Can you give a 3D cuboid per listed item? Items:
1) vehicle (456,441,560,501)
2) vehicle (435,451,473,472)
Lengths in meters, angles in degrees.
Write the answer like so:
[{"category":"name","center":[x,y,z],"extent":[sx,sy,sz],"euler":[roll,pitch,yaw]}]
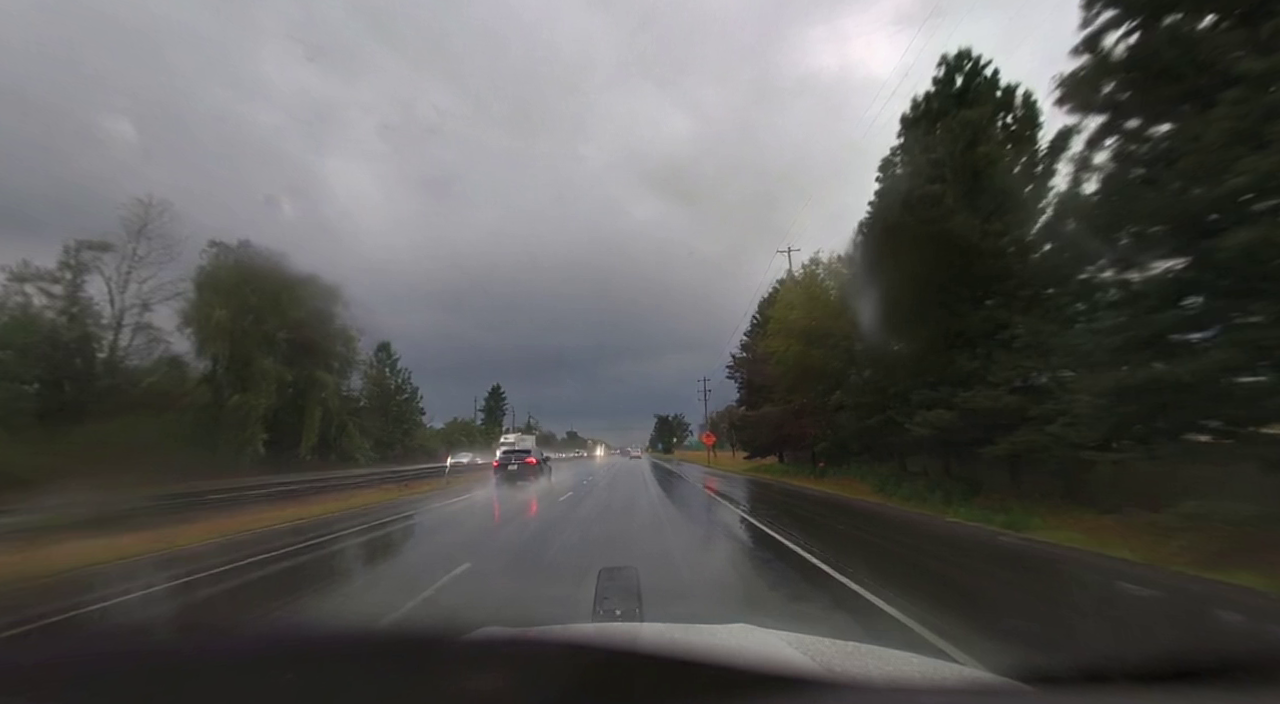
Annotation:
[{"category":"vehicle","center":[-3.715,3.438,18.534],"extent":[2.123,1.545,4.404],"euler":[0,-9,0]},{"category":"vehicle","center":[-13.276,7.823,44.845],"extent":[1.642,1.383,3.633],"euler":[0,-9,-1]}]
